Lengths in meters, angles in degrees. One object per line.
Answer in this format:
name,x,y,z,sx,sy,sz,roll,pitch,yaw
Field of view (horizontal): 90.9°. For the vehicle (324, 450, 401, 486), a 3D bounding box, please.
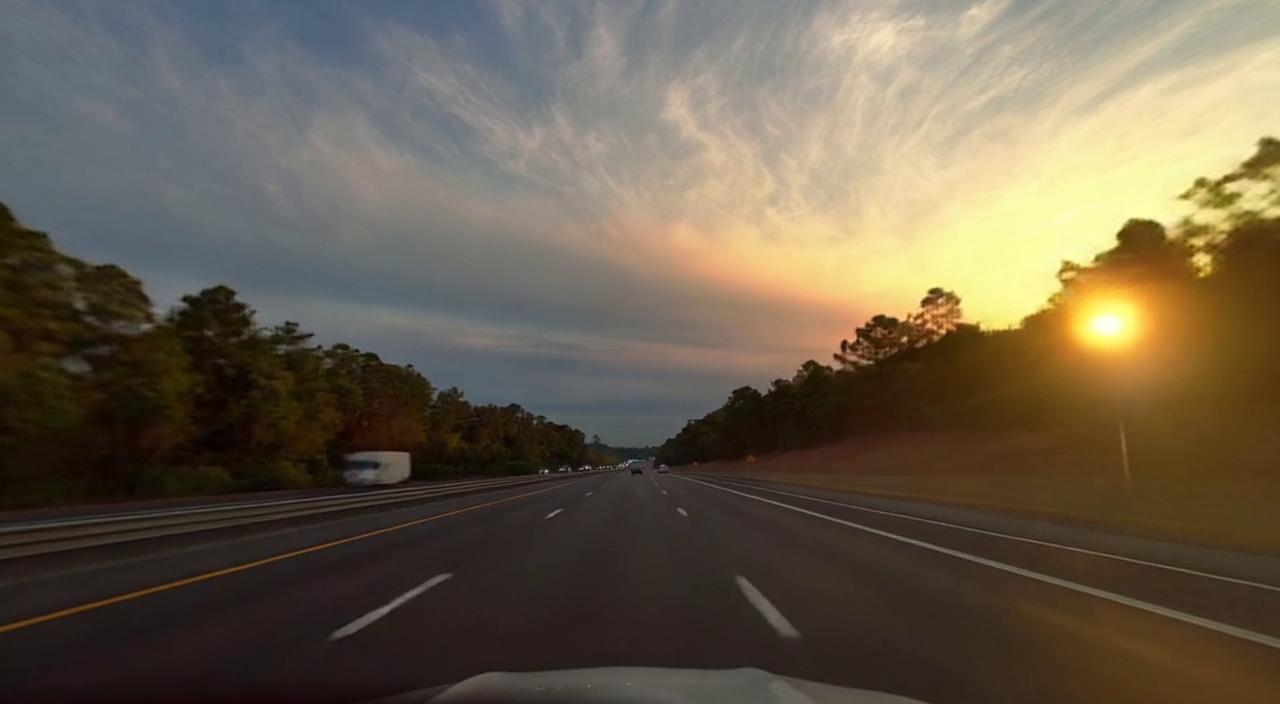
vehicle,-15.997,6.771,36.670,2.136,1.895,5.181,1,-11,0
